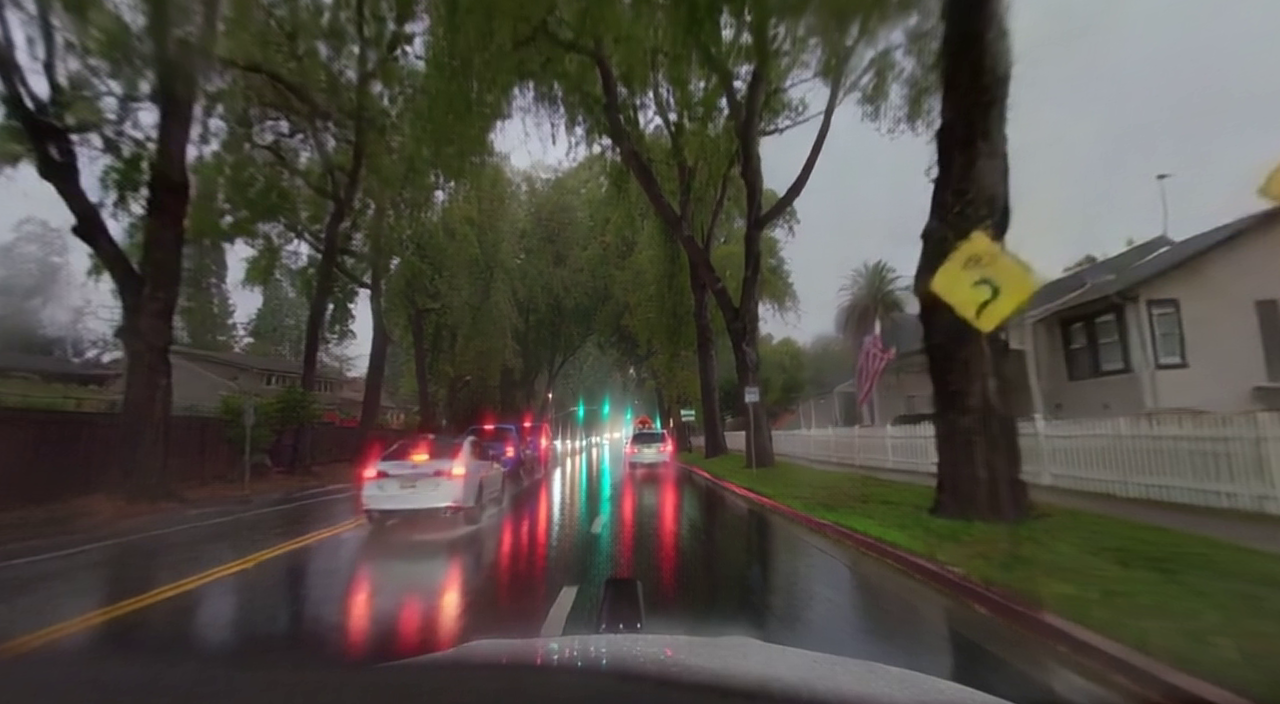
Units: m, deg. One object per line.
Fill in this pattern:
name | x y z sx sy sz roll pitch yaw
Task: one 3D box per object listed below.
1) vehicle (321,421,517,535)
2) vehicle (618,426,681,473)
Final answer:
vehicle | -3.373 2.006 10.711 1.919 1.501 4.509 0 -8 -3
vehicle | 0.277 3.871 25.271 2.258 1.682 4.635 0 -8 -2
